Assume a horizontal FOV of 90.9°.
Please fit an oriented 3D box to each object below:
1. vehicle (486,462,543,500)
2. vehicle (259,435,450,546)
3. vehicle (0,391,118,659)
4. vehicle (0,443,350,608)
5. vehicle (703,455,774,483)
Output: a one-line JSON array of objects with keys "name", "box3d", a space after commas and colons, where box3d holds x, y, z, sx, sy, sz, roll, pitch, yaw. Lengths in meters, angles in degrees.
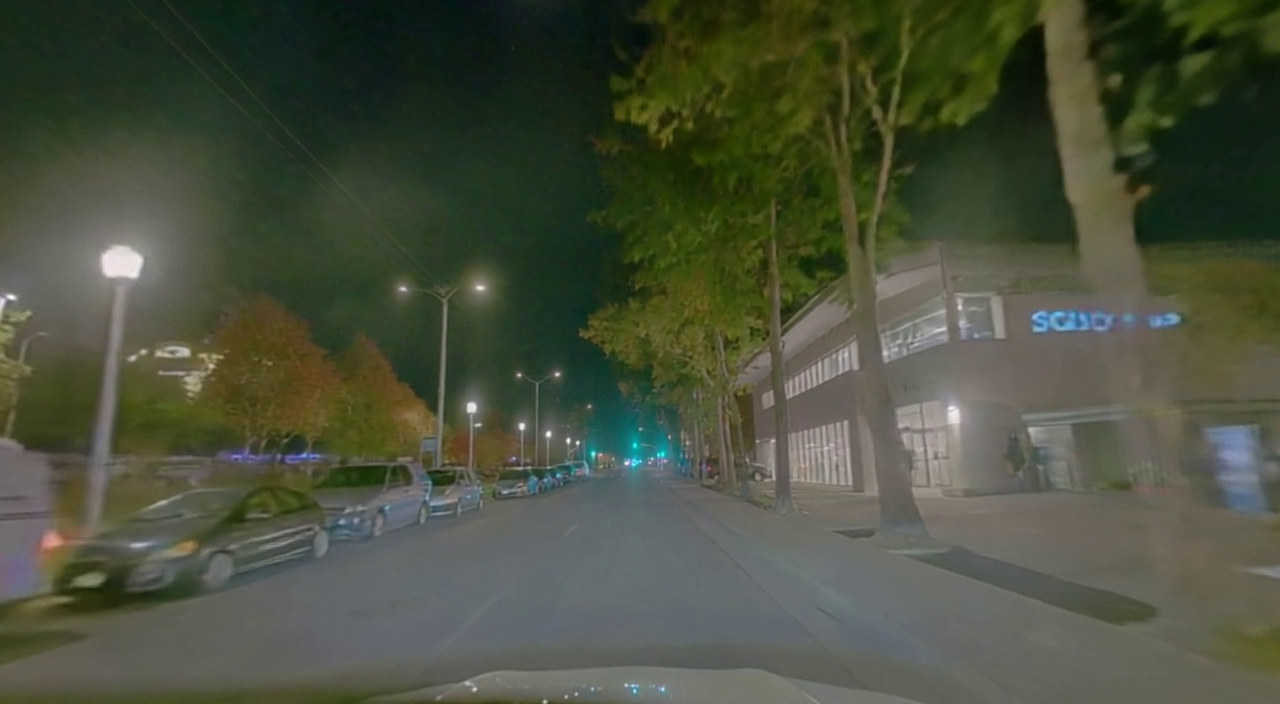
[{"name": "vehicle", "box3d": [-5.883, 6.097, 30.011, 1.832, 1.623, 4.424, 1, -11, 0]}, {"name": "vehicle", "box3d": [-6.004, 3.014, 14.101, 1.990, 2.011, 4.765, 1, -11, 0]}, {"name": "vehicle", "box3d": [-5.858, 0.960, 2.942, 2.196, 2.001, 5.548, 1, -11, -3]}, {"name": "vehicle", "box3d": [-6.011, 2.207, 8.733, 2.060, 1.688, 4.083, 1, -11, -1]}, {"name": "vehicle", "box3d": [6.258, 7.506, 40.446, 4.193, 1.665, 1.924, 1, -11, -1]}]
